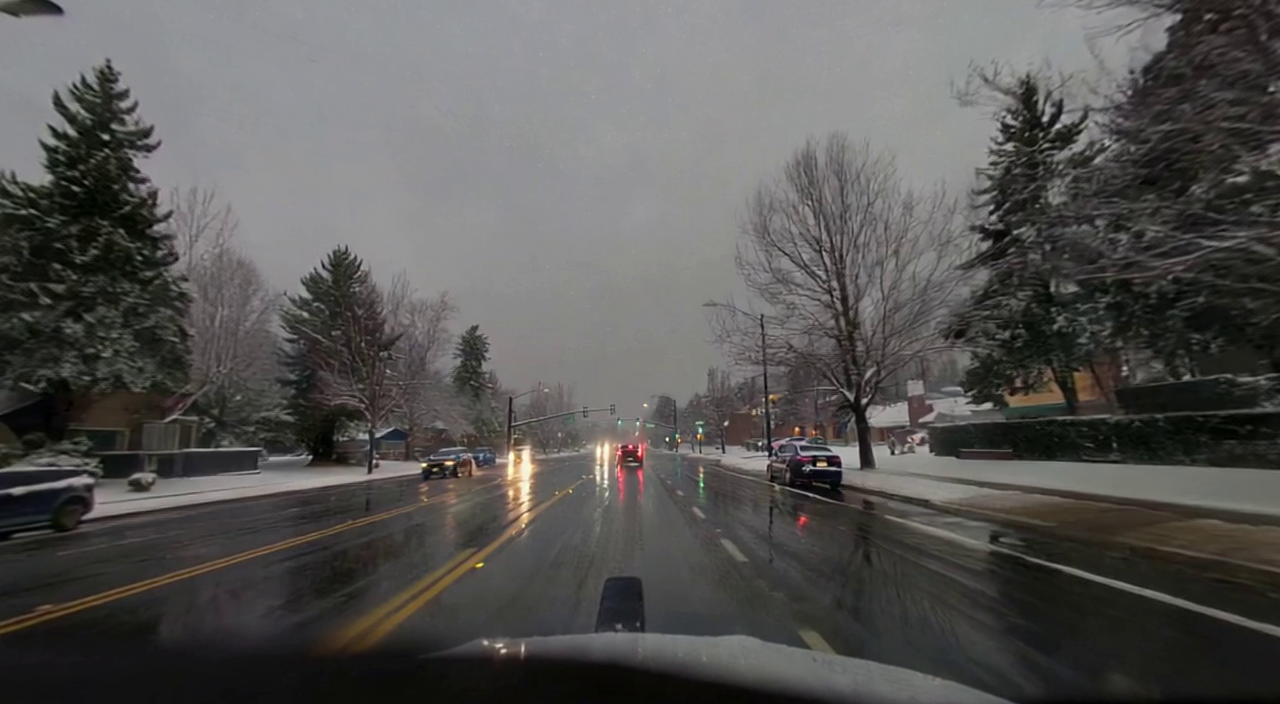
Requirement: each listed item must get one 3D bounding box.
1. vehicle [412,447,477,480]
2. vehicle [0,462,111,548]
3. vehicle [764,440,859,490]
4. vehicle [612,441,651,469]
[{"bbox_3d":[-9.911,5.683,32.377,1.992,1.547,4.292,0,-9,0],"label":"vehicle"},{"bbox_3d":[-12.652,2.858,11.488,1.926,1.543,4.959,-4,-10,-2],"label":"vehicle"},{"bbox_3d":[5.716,3.819,21.656,1.926,1.555,4.106,1,-9,-3],"label":"vehicle"},{"bbox_3d":[-0.498,5.830,35.801,2.104,1.462,3.991,0,-9,-1],"label":"vehicle"}]
